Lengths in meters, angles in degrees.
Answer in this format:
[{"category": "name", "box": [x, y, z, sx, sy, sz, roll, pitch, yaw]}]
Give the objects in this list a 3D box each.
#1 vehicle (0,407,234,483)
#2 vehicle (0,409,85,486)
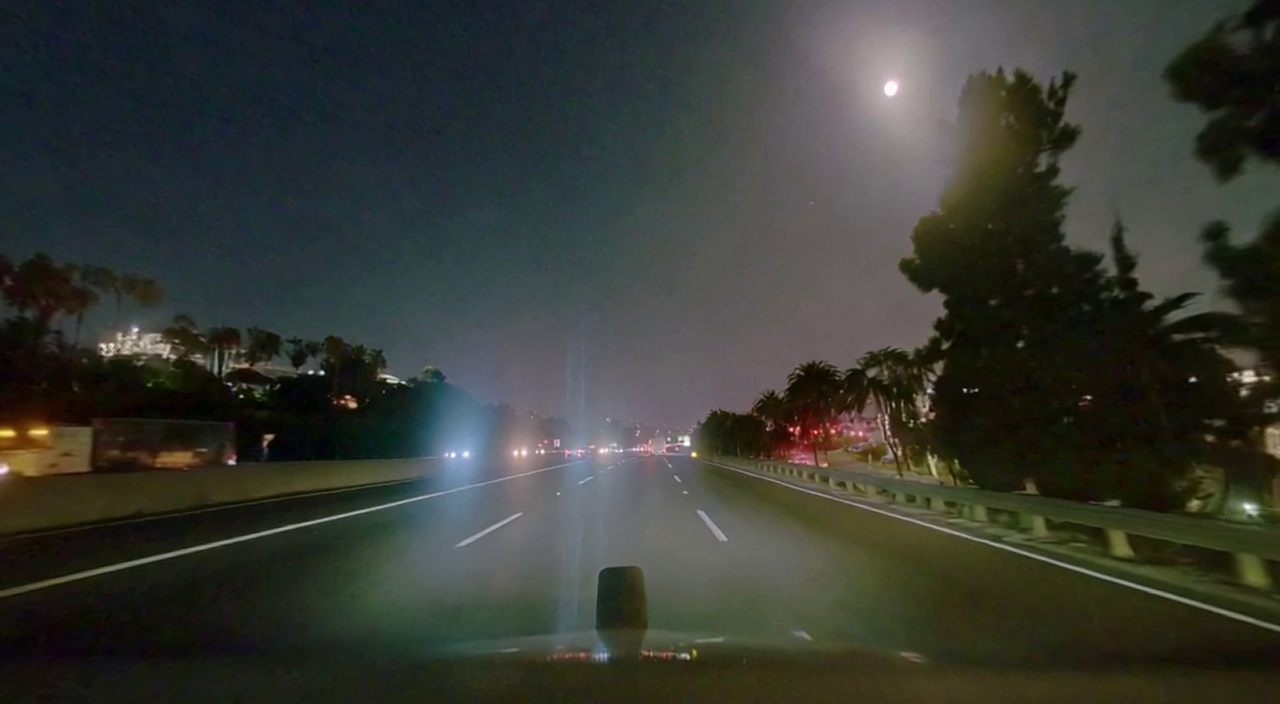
[{"category": "vehicle", "box": [-35.133, 6.405, 43.276, 2.951, 4.166, 16.562, 0, -8, 1]}, {"category": "vehicle", "box": [-35.286, 5.269, 34.620, 2.956, 3.992, 6.619, 0, -8, 2]}]
